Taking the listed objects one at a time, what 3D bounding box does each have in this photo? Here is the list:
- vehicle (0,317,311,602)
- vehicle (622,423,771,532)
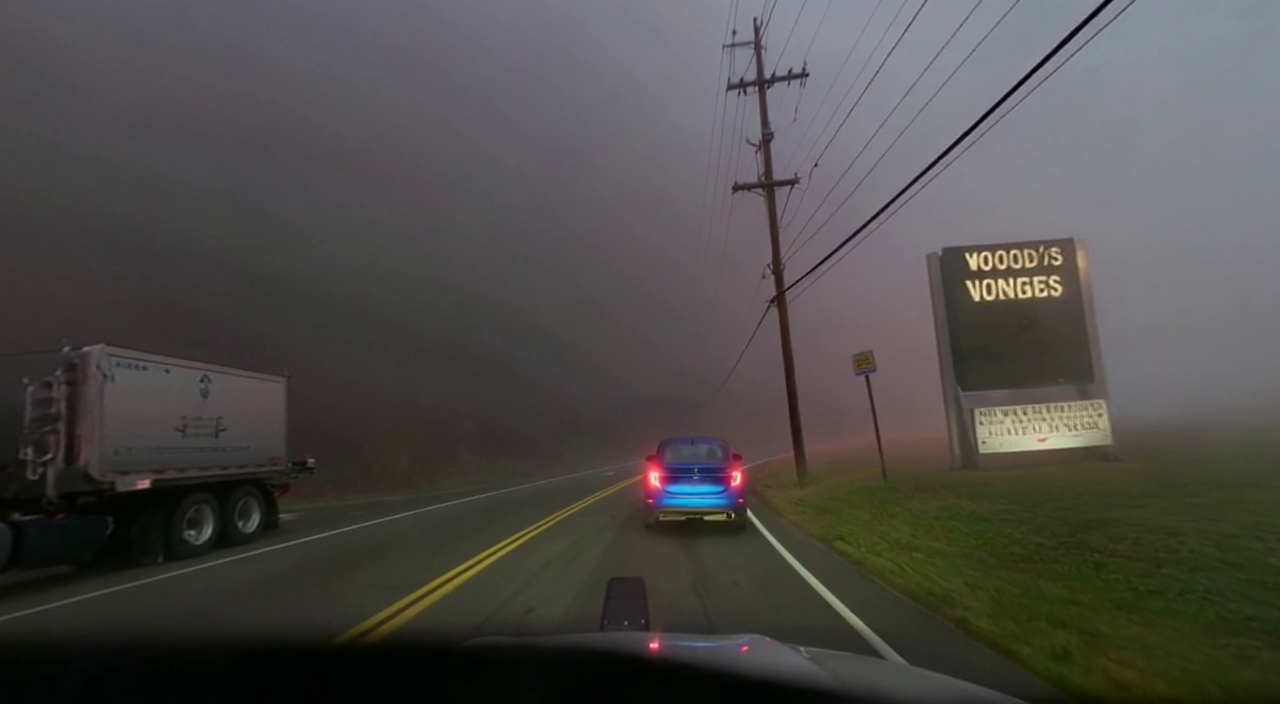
[{"bbox_3d":[-8.452,1.431,8.229,3.395,3.071,7.634,-7,-6,7],"label":"vehicle"},{"bbox_3d":[0.827,2.039,10.763,2.081,1.503,3.726,0,-8,1],"label":"vehicle"}]
